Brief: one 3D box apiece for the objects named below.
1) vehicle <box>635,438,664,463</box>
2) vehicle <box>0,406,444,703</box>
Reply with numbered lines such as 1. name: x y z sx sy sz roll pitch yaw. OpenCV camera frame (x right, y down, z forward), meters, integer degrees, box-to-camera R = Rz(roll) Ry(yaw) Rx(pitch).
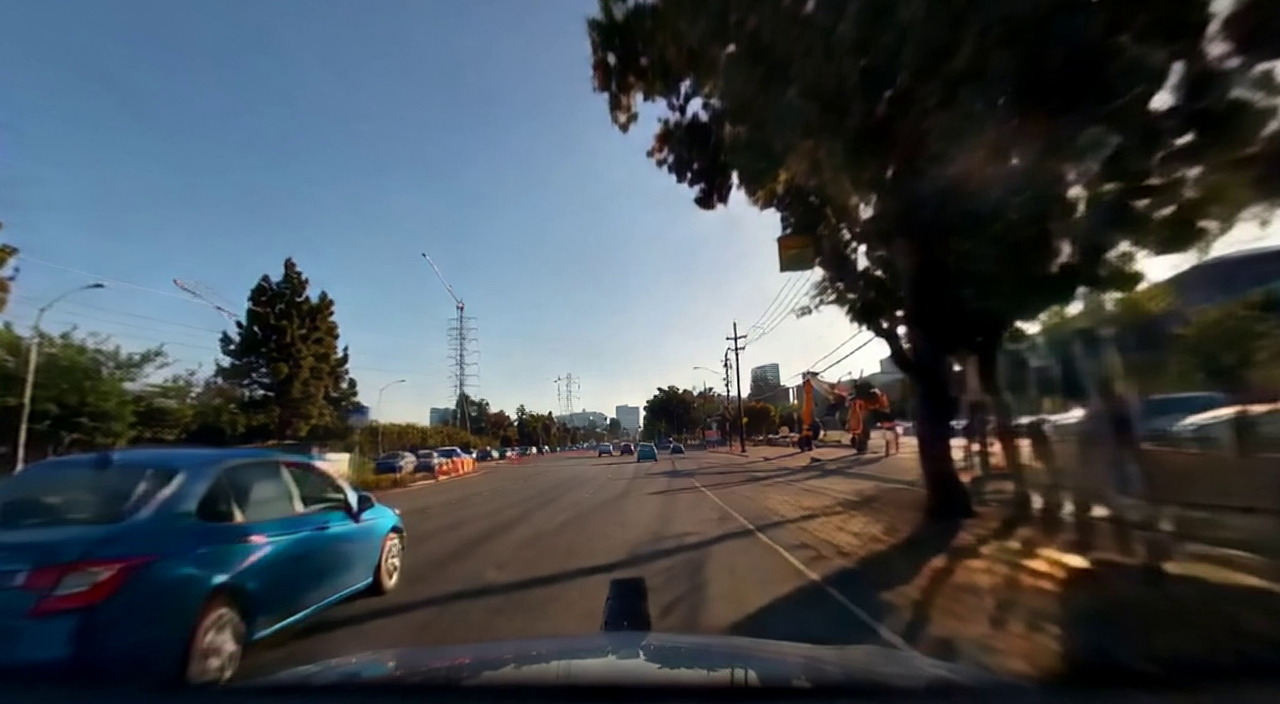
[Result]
1. vehicle: 0.713 7.535 48.283 2.060 1.845 4.151 0 -9 0
2. vehicle: -3.082 1.213 3.964 2.087 1.480 4.825 0 -9 1
